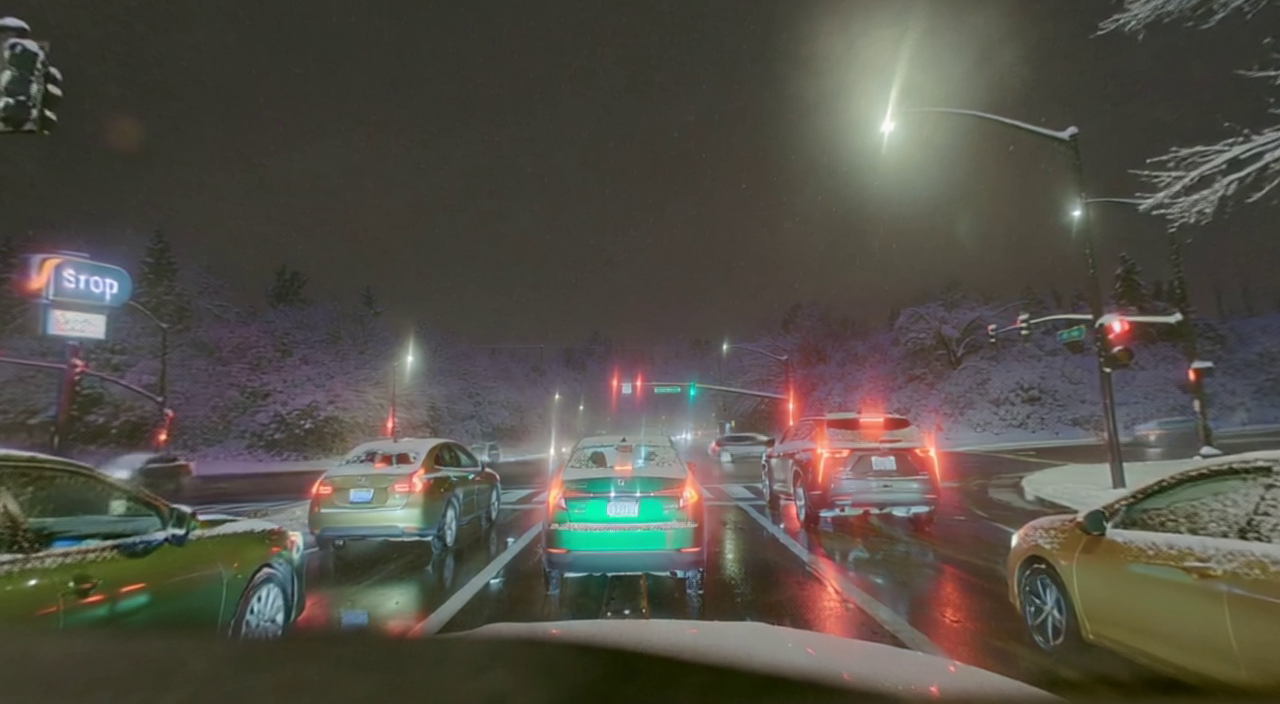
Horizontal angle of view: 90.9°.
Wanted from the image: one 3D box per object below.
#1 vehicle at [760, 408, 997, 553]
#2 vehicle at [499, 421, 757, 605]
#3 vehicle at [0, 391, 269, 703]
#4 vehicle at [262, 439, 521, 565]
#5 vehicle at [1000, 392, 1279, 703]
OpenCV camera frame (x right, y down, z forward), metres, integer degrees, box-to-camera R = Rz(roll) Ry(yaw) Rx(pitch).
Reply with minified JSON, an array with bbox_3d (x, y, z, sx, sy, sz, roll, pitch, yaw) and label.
[{"bbox_3d":[3.306,1.868,9.813,1.992,1.744,4.183,0,-8,-1],"label":"vehicle"},{"bbox_3d":[-0.134,1.645,7.364,2.140,1.499,4.119,0,-8,-1],"label":"vehicle"},{"bbox_3d":[-3.479,0.849,1.844,2.016,1.547,4.414,0,-8,1],"label":"vehicle"},{"bbox_3d":[-3.301,2.069,9.540,1.995,1.436,4.373,-1,-8,2],"label":"vehicle"},{"bbox_3d":[3.942,0.970,3.115,1.800,1.519,4.198,0,-8,0],"label":"vehicle"}]
